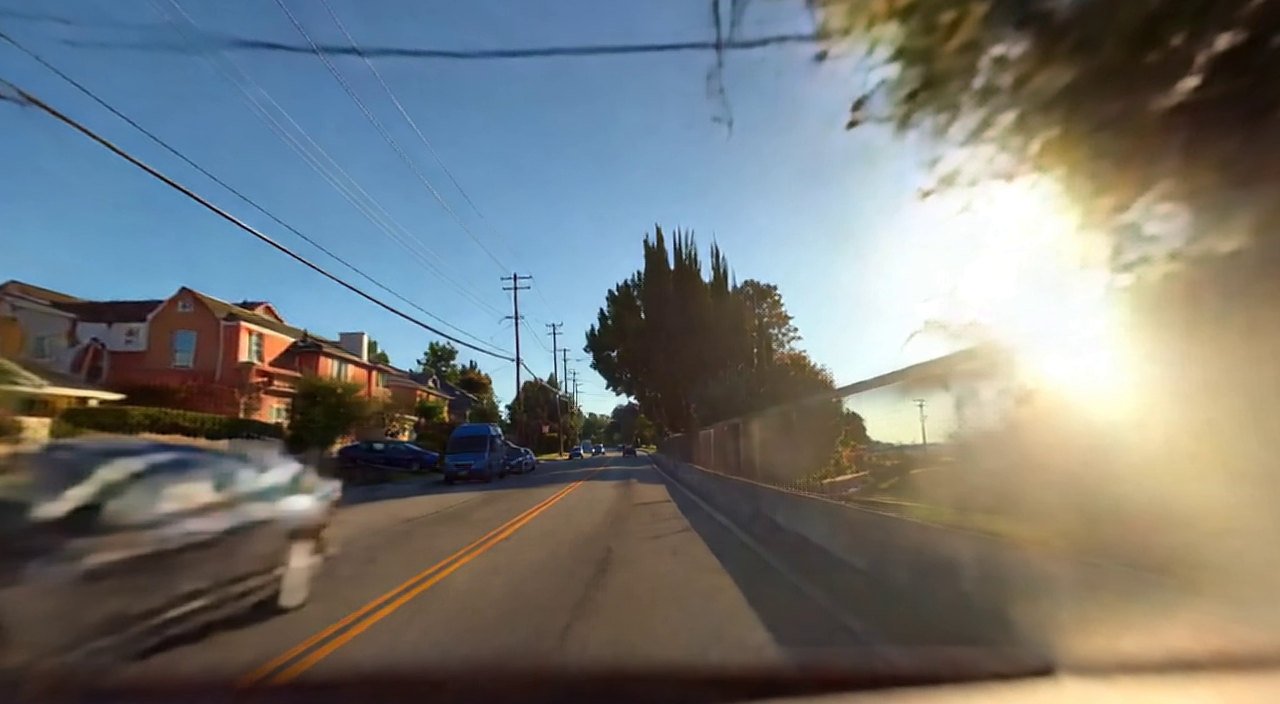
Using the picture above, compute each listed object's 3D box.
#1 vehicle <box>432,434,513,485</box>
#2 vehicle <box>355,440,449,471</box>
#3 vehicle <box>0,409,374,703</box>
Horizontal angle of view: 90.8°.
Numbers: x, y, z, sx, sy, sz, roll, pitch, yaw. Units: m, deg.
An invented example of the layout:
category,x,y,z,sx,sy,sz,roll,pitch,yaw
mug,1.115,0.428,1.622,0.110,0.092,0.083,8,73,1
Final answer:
category,x,y,z,sx,sy,sz,roll,pitch,yaw
vehicle,-7.642,4.963,29.509,2.335,2.136,5.328,0,-9,-1
vehicle,-12.789,5.590,34.157,4.334,1.590,2.006,2,-9,-8
vehicle,-3.808,1.322,4.883,1.796,1.516,3.871,0,-9,0
